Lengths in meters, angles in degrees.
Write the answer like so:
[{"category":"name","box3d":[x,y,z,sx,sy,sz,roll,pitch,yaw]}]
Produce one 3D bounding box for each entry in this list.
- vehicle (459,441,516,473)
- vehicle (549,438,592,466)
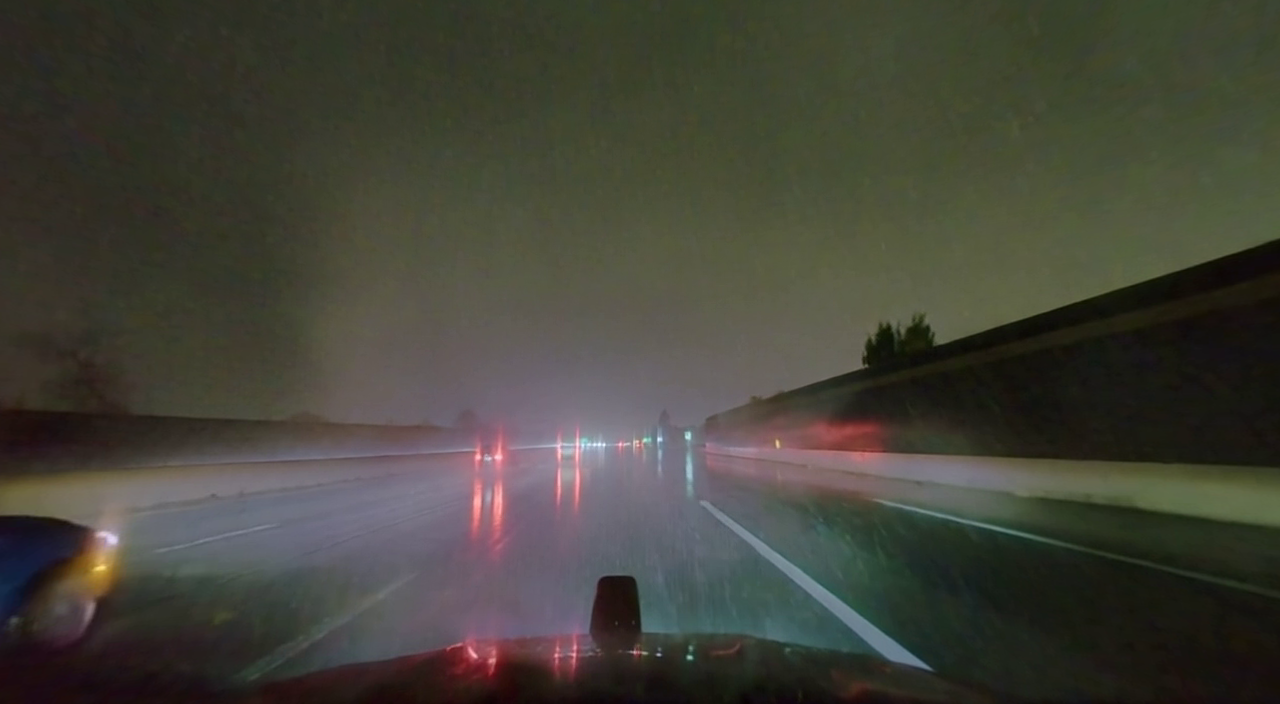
[{"category":"vehicle","box3d":[-8.070,5.568,33.758,1.924,1.519,4.791,0,-8,0]},{"category":"vehicle","box3d":[-4.381,6.376,40.300,2.200,1.662,5.091,0,-8,0]}]
